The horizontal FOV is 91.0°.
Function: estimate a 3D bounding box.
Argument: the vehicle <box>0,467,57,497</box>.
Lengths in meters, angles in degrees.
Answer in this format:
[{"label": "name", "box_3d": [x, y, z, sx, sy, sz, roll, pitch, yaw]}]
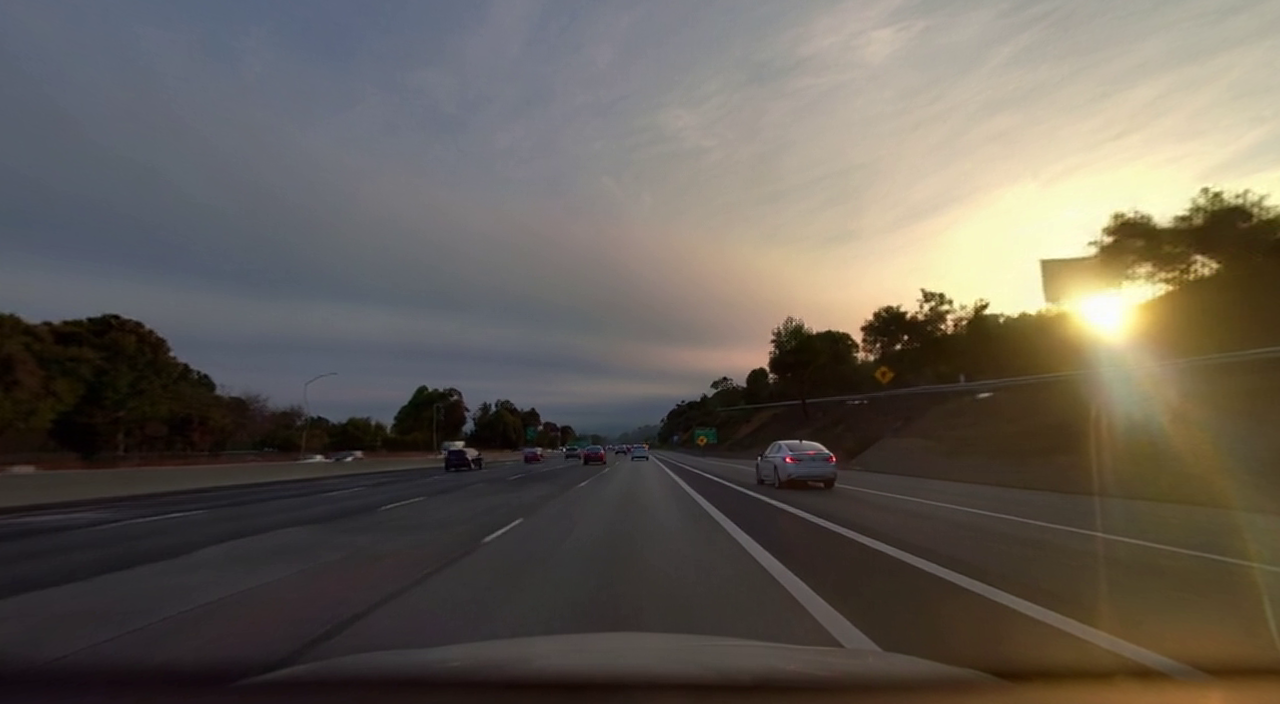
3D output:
[{"label": "vehicle", "box_3d": [-35.229, 7.207, 35.025, 1.766, 1.465, 4.019, 0, -9, -1]}]

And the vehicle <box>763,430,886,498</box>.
[{"label": "vehicle", "box_3d": [5.458, 3.396, 19.479, 2.259, 1.816, 4.862, 0, -9, -1]}]

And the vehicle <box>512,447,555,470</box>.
[{"label": "vehicle", "box_3d": [-7.382, 7.430, 44.106, 2.071, 1.486, 4.703, 0, -9, 1]}]

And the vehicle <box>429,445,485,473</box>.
[{"label": "vehicle", "box_3d": [-11.478, 6.714, 39.807, 2.107, 1.628, 4.446, 0, -9, 0]}]
